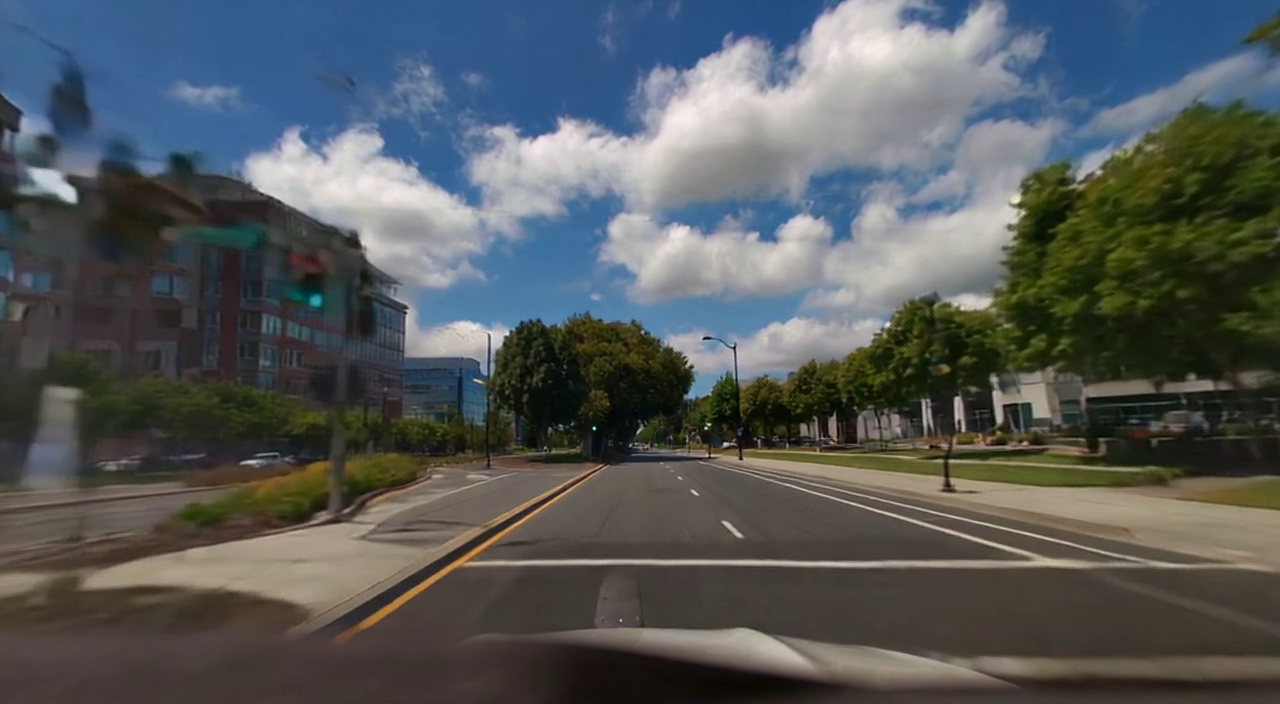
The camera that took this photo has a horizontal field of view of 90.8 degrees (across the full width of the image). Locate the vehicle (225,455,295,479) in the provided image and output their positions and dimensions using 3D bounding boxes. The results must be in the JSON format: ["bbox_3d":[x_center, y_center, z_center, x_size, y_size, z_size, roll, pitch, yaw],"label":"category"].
[{"bbox_3d":[-26.491,7.998,44.220,1.927,1.476,4.717,0,-9,1],"label":"vehicle"}]
